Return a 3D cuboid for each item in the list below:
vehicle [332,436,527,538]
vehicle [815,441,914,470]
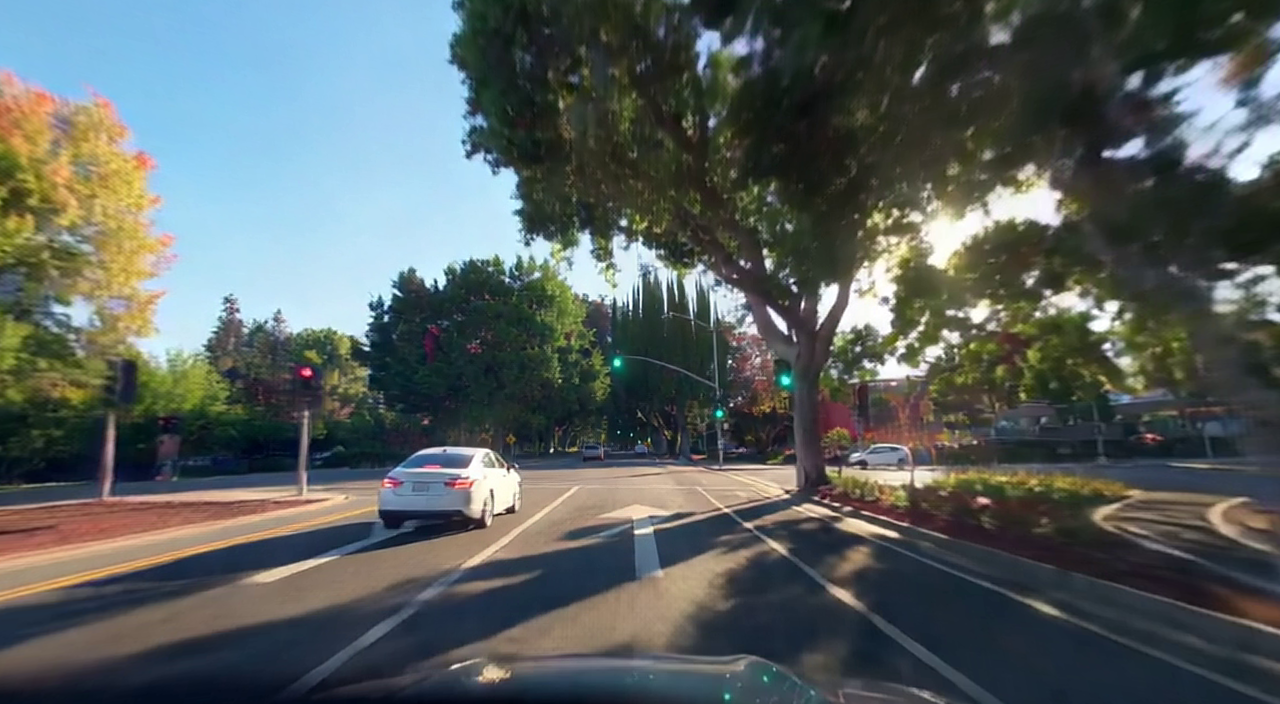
[{"bbox_3d":[-3.465,2.293,11.463,1.968,1.459,4.433,0,-8,1],"label":"vehicle"},{"bbox_3d":[12.042,5.583,34.081,4.632,1.473,1.889,1,-8,-3],"label":"vehicle"}]
